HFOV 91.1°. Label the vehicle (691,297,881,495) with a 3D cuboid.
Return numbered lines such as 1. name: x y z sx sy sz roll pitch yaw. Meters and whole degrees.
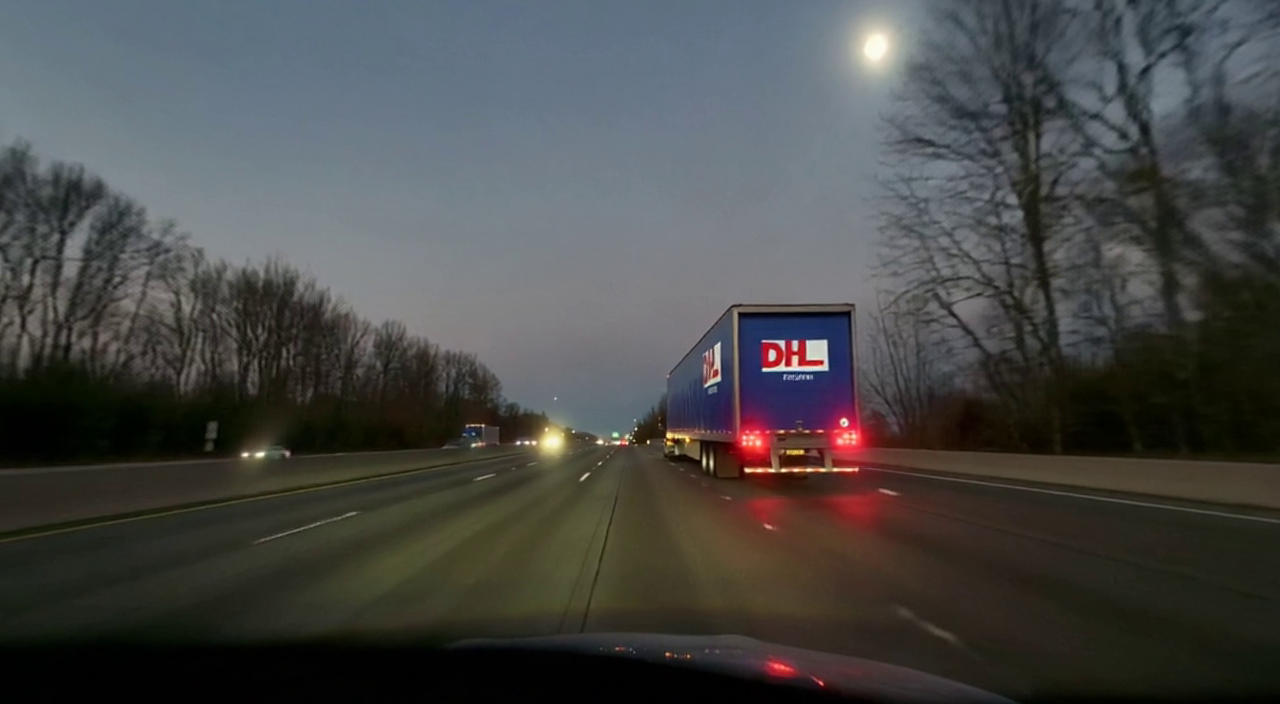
1. vehicle: 3.448 1.481 17.832 3.011 4.211 8.926 0 -8 -1
